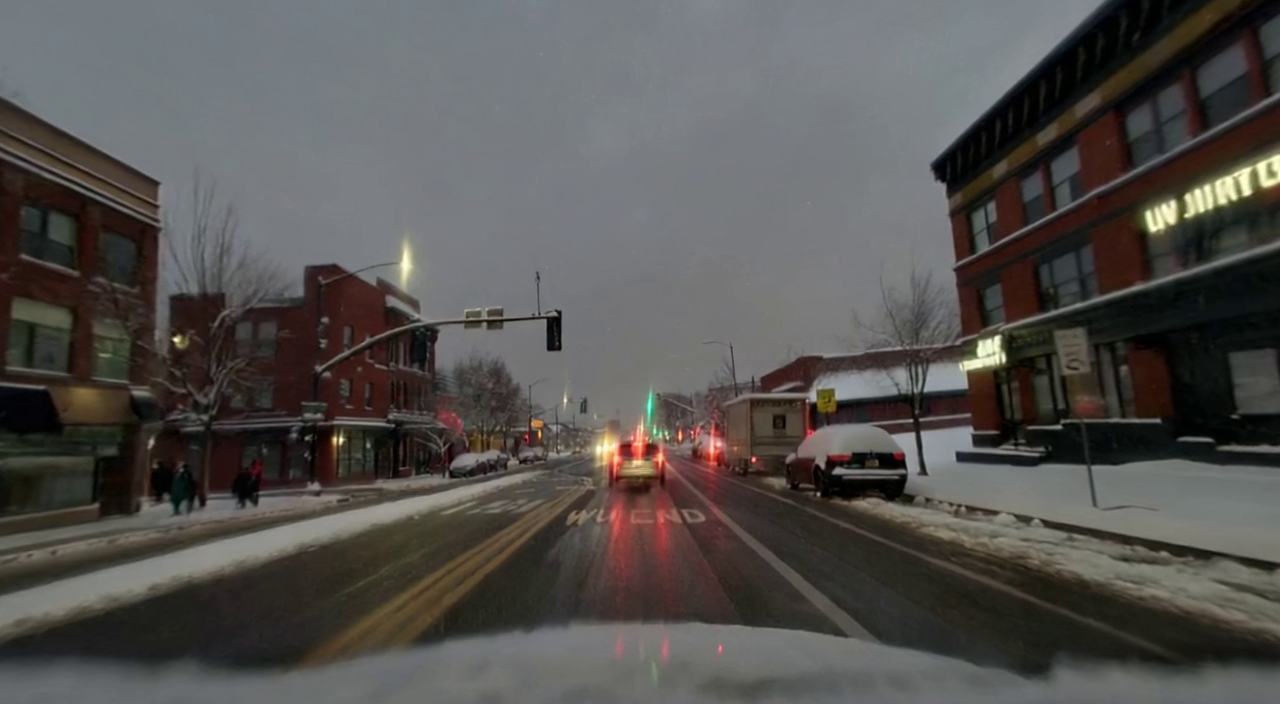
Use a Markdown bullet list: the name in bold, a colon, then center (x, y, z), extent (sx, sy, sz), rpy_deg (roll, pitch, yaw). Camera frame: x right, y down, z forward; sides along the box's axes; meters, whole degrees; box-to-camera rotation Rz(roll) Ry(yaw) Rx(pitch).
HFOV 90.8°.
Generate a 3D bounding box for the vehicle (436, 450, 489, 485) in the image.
- **vehicle**: center (-11.234, 7.312, 40.316), extent (2.055, 1.685, 4.370), rpy_deg (-5, -6, 0)

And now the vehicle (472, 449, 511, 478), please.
- **vehicle**: center (-11.284, 8.469, 48.257), extent (1.872, 1.731, 4.656), rpy_deg (-4, -6, -1)

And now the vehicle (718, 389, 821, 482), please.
- **vehicle**: center (5.459, 3.763, 28.110), extent (2.893, 3.553, 7.295), rpy_deg (0, -8, -1)

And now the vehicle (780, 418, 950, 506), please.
- **vehicle**: center (5.606, 2.850, 16.896), extent (2.367, 1.917, 5.810), rpy_deg (0, -8, 0)

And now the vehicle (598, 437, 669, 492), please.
- **vehicle**: center (-0.182, 3.604, 20.600), extent (2.086, 1.575, 4.205), rpy_deg (0, -8, 0)
